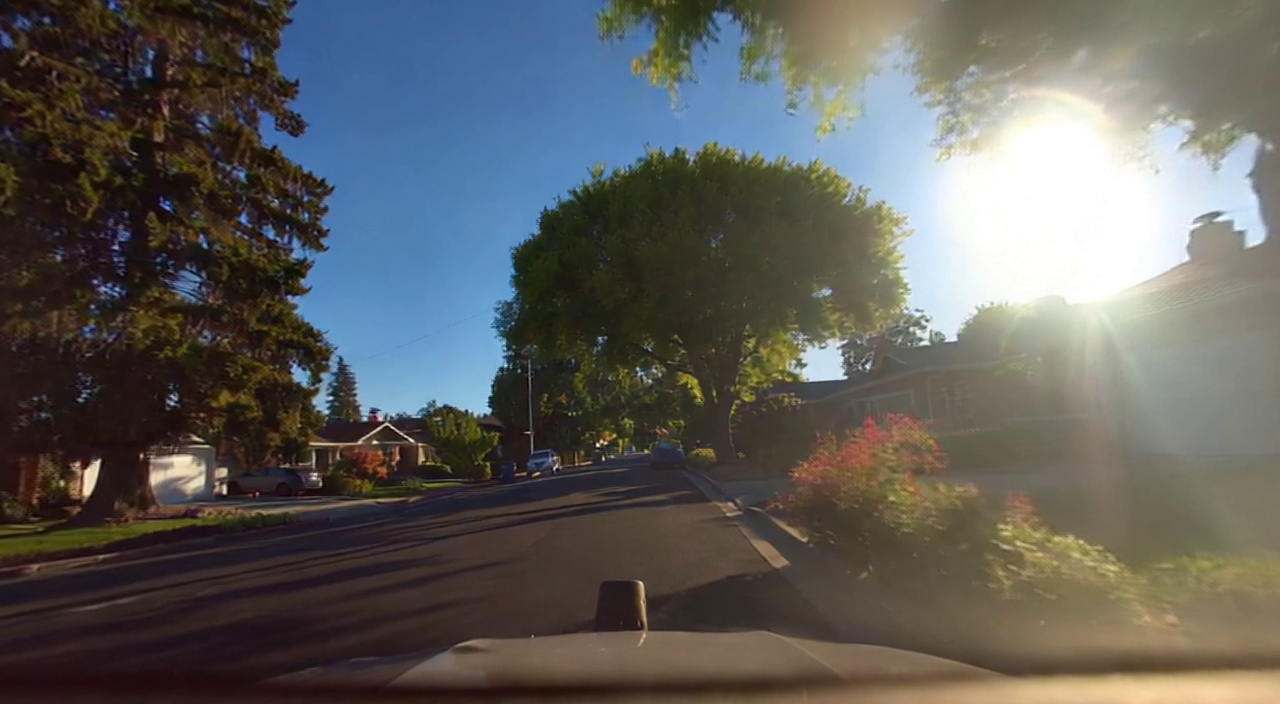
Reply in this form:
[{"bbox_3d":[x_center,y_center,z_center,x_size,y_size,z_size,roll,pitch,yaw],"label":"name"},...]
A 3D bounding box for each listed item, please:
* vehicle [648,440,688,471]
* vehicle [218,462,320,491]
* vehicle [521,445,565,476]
[{"bbox_3d":[1.477,5.705,34.832,2.005,1.553,3.984,-1,-9,-1],"label":"vehicle"},{"bbox_3d":[-20.109,6.766,34.394,4.404,1.495,1.844,-1,-8,3],"label":"vehicle"},{"bbox_3d":[-6.830,7.665,44.876,2.208,1.834,4.675,-5,-9,0],"label":"vehicle"}]
